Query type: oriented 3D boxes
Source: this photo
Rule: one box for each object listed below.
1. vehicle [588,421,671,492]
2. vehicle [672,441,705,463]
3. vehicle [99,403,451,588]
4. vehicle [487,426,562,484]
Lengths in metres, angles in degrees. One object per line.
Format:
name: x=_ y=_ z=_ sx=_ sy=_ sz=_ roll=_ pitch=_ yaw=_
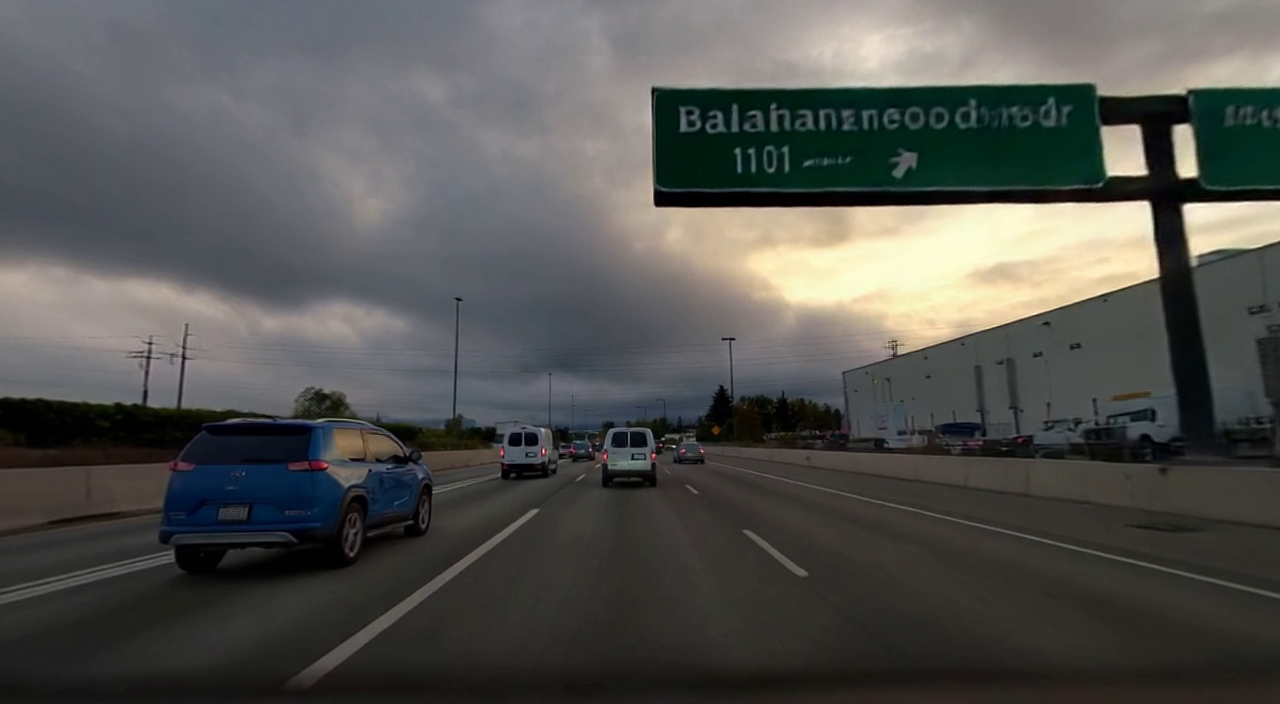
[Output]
vehicle: x=-0.337 y=3.216 z=19.741 sx=2.304 sy=1.925 sz=4.282 roll=0 pitch=-8 yaw=-1
vehicle: x=3.503 y=7.299 z=46.219 sx=1.999 sy=1.494 sz=3.833 roll=0 pitch=-8 yaw=-2
vehicle: x=-4.078 y=1.648 z=8.123 sx=1.972 sy=1.703 sz=4.333 roll=0 pitch=-8 yaw=-1
vehicle: x=-4.169 y=3.781 z=23.445 sx=2.038 sy=1.936 sz=4.300 roll=0 pitch=-8 yaw=-1
